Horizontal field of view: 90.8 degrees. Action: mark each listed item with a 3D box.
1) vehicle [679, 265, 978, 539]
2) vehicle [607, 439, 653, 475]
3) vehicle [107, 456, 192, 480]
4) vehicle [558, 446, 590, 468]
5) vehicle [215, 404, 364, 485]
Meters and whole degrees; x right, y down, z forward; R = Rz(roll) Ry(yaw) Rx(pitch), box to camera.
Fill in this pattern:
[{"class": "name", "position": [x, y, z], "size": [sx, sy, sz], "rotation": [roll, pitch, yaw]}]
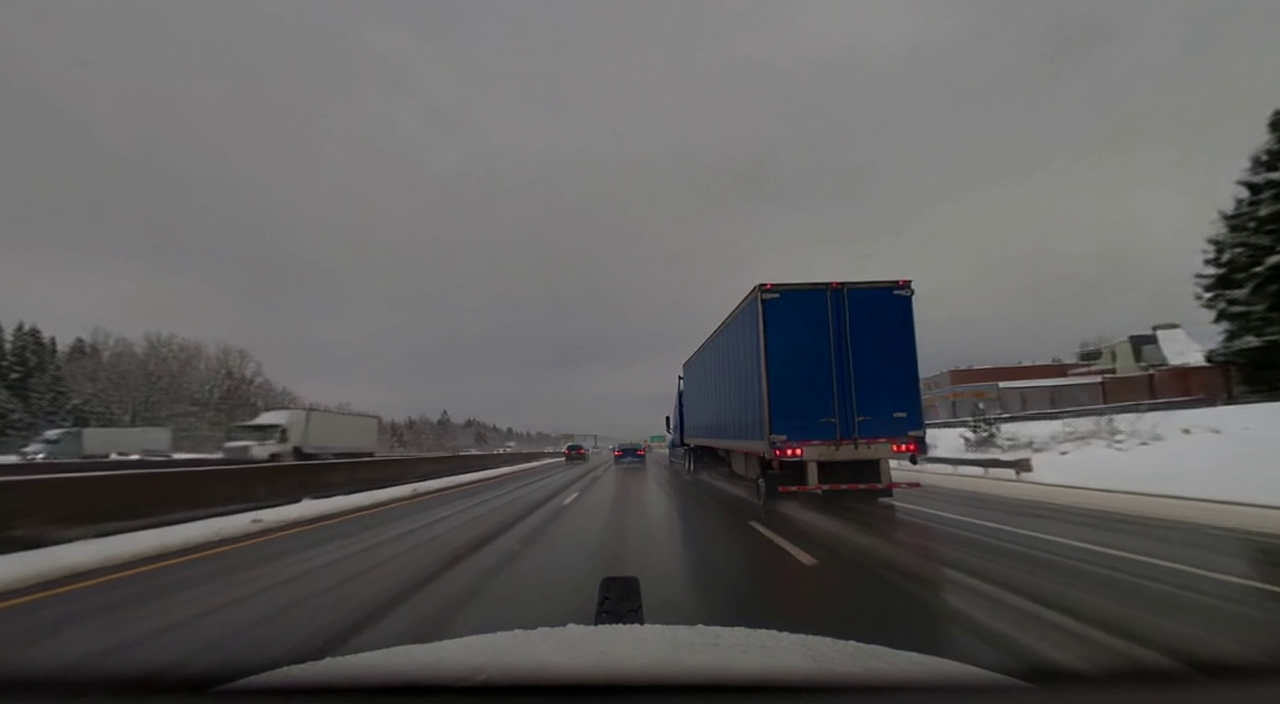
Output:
[{"class": "vehicle", "position": [3.266, 1.902, 17.444], "size": [2.996, 4.123, 15.965], "rotation": [0, -9, -1]}, {"class": "vehicle", "position": [-0.501, 5.351, 32.302], "size": [2.191, 1.685, 4.015], "rotation": [0, -9, -1]}, {"class": "vehicle", "position": [-32.606, 7.682, 42.140], "size": [2.095, 1.431, 3.882], "rotation": [-2, -9, 14]}, {"class": "vehicle", "position": [-4.783, 7.688, 46.394], "size": [1.995, 1.491, 4.317], "rotation": [0, -9, -1]}, {"class": "vehicle", "position": [-16.905, 4.605, 31.318], "size": [2.825, 3.463, 7.924], "rotation": [0, -9, -1]}]
